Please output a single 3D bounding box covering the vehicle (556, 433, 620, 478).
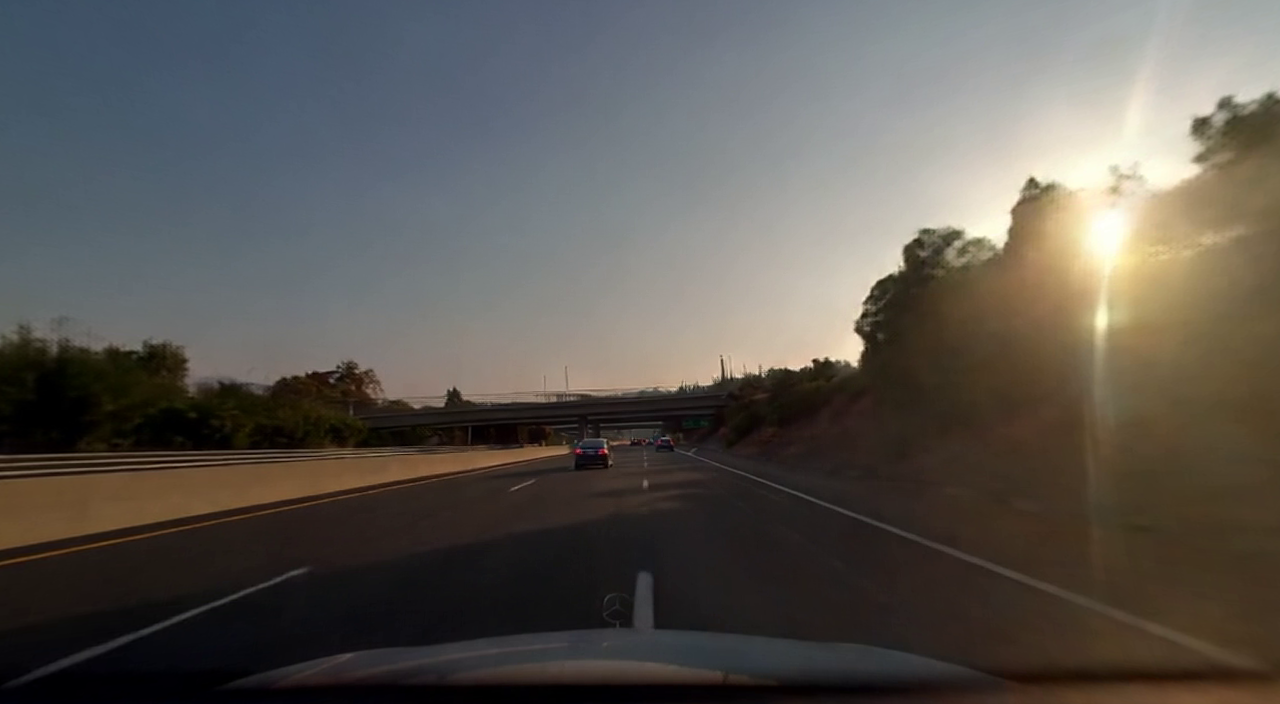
[{"bbox_3d":[-1.908,3.944,24.361,2.039,1.589,4.324,0,-8,1],"label":"vehicle"}]
